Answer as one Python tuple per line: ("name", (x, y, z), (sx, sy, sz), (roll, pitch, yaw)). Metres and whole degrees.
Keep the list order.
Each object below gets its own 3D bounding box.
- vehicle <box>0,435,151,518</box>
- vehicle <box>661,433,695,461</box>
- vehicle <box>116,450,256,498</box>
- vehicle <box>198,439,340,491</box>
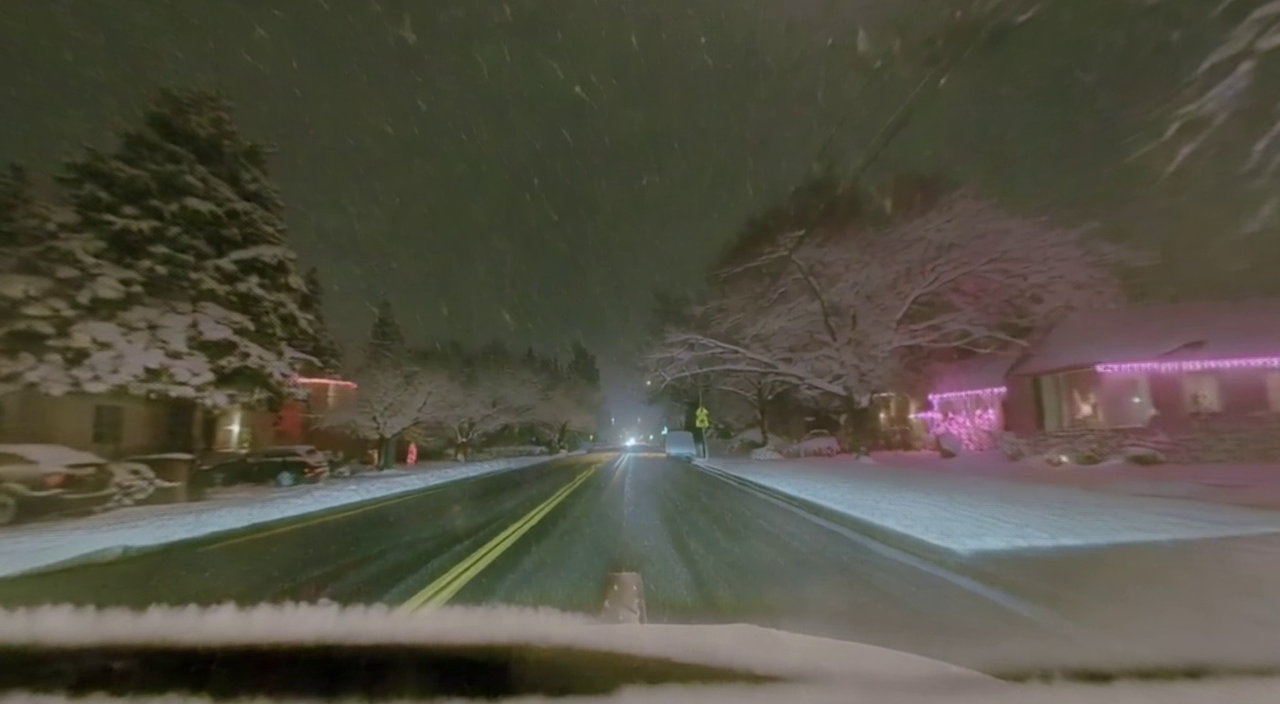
("vehicle", (-14.980, 2.917, 15.001), (2.066, 1.852, 4.782), (-6, -10, 33))
("vehicle", (2.669, 6.746, 45.083), (2.125, 1.861, 4.564), (0, -8, 0))
("vehicle", (-15.528, 4.094, 21.601), (4.273, 1.459, 2.000), (-4, -9, 26))
("vehicle", (-14.381, 4.320, 24.435), (5.275, 1.807, 2.279), (-5, -9, 29))
